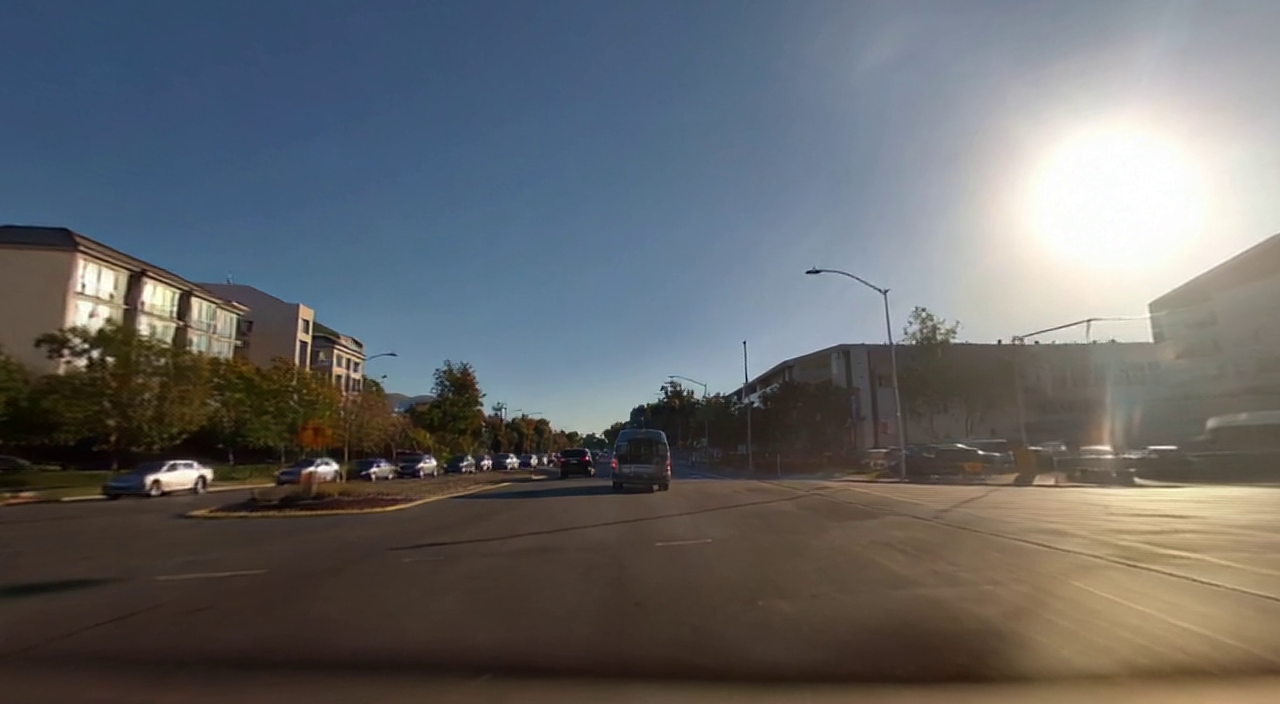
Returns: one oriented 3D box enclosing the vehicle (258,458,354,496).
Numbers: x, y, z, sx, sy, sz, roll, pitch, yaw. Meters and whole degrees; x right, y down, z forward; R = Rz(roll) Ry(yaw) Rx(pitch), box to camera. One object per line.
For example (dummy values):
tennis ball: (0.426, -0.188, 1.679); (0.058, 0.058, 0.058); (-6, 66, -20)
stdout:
vehicle: (-16.274, 6.067, 31.044); (2.022, 1.442, 4.853); (-4, -8, 1)

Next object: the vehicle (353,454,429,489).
vehicle: (-12.926, 6.201, 33.063); (1.960, 1.627, 4.784); (0, -8, 1)

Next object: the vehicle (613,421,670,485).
vehicle: (-0.103, 5.788, 36.618); (2.843, 3.120, 10.422); (0, -8, -2)

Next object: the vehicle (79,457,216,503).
vehicle: (-22.345, 5.791, 28.969); (2.017, 1.785, 5.092); (-1, -8, 3)

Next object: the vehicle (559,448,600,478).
vehicle: (-3.954, 7.297, 41.781); (2.184, 1.830, 4.890); (0, -8, 0)

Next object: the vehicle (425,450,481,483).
vehicle: (-12.430, 7.593, 42.153); (2.068, 1.747, 5.040); (-4, -7, 1)
